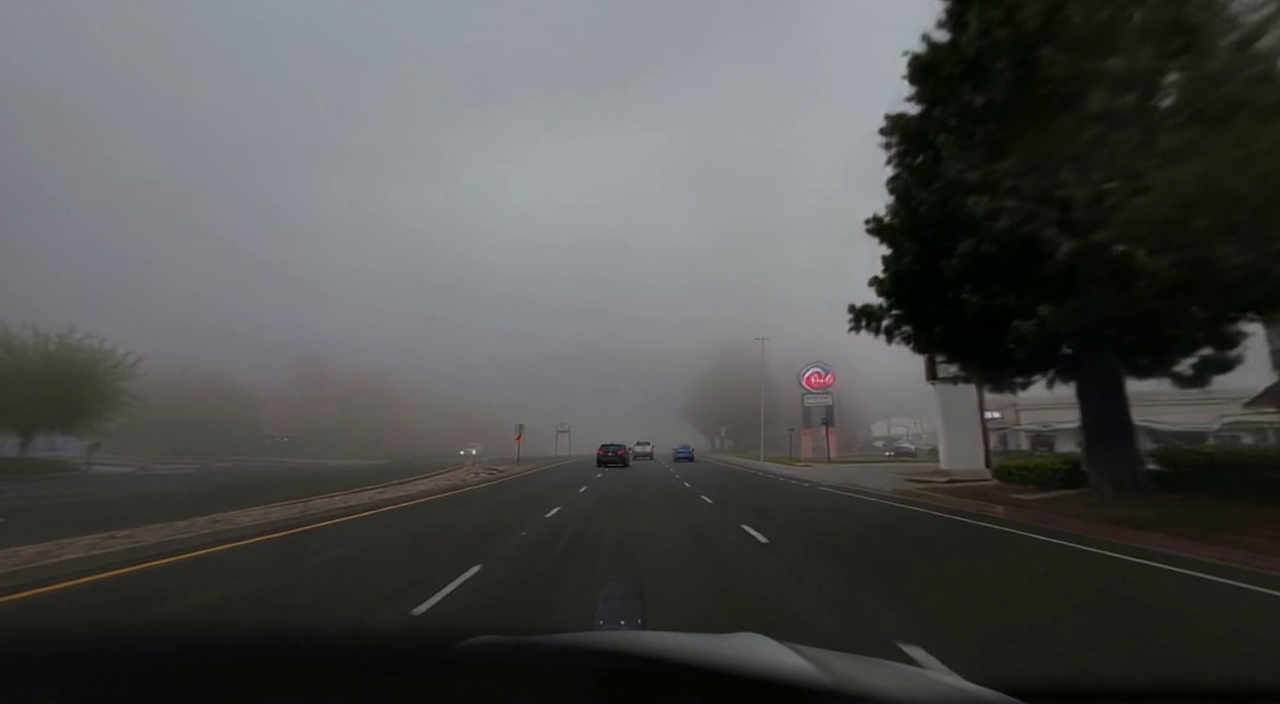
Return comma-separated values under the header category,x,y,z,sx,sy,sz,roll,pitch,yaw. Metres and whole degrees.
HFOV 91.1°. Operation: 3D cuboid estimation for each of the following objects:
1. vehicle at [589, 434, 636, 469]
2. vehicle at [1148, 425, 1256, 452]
category,x,y,z,sx,sy,sz,roll,pitch,yaw
vehicle,-1.546,5.895,37.449,2.222,1.899,5.006,0,-8,4
vehicle,38.564,5.961,43.183,5.170,1.787,2.248,0,-8,2
